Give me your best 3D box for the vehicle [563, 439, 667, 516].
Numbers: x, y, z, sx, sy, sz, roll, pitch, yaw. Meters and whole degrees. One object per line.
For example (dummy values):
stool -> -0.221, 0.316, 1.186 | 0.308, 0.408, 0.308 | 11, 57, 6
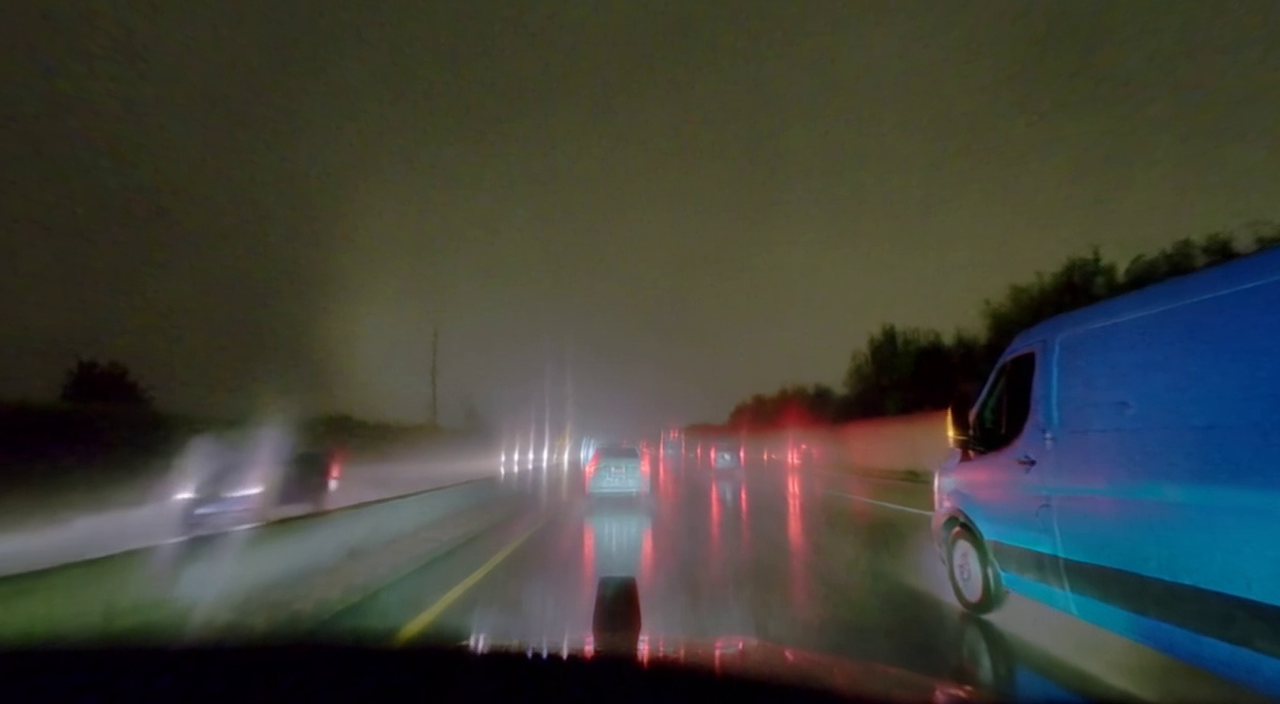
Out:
vehicle -> -0.505, 2.751, 14.172 | 2.029, 1.483, 3.769 | 0, -9, 0

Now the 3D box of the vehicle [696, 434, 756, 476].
vehicle -> 4.240, 5.190, 31.730 | 2.261, 1.952, 4.784 | 0, -9, -1

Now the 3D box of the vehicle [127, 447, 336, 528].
vehicle -> -8.729, 2.880, 13.934 | 1.894, 1.505, 4.103 | 0, -9, 0

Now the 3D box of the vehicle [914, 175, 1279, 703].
vehicle -> 3.861, 0.533, 2.930 | 2.399, 2.421, 5.829 | 0, -9, -1
